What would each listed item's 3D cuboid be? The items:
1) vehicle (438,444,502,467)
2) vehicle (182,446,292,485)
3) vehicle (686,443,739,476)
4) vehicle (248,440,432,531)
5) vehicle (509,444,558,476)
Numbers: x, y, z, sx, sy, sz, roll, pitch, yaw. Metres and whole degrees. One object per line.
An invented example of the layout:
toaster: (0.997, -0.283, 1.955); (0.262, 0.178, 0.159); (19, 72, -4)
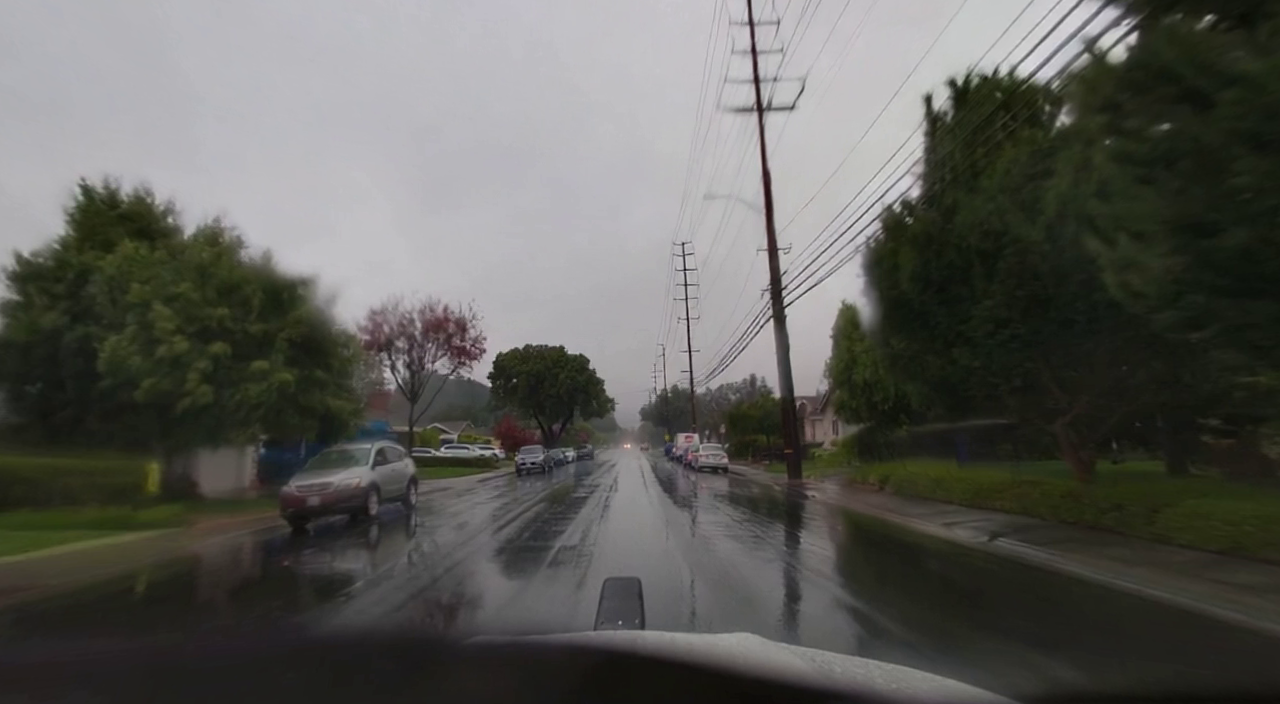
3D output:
vehicle: (-13.389, 8.195, 49.844); (4.528, 1.713, 1.947); (0, -8, -1)
vehicle: (-17.679, 4.976, 27.714); (3.623, 1.575, 1.724); (0, -8, 0)
vehicle: (3.672, 5.576, 32.967); (2.112, 1.528, 4.944); (0, -8, -1)
vehicle: (-6.326, 2.815, 13.976); (2.012, 1.639, 4.310); (-1, -8, -1)
vehicle: (-6.159, 6.269, 36.777); (1.989, 1.693, 4.292); (-2, -8, 2)
